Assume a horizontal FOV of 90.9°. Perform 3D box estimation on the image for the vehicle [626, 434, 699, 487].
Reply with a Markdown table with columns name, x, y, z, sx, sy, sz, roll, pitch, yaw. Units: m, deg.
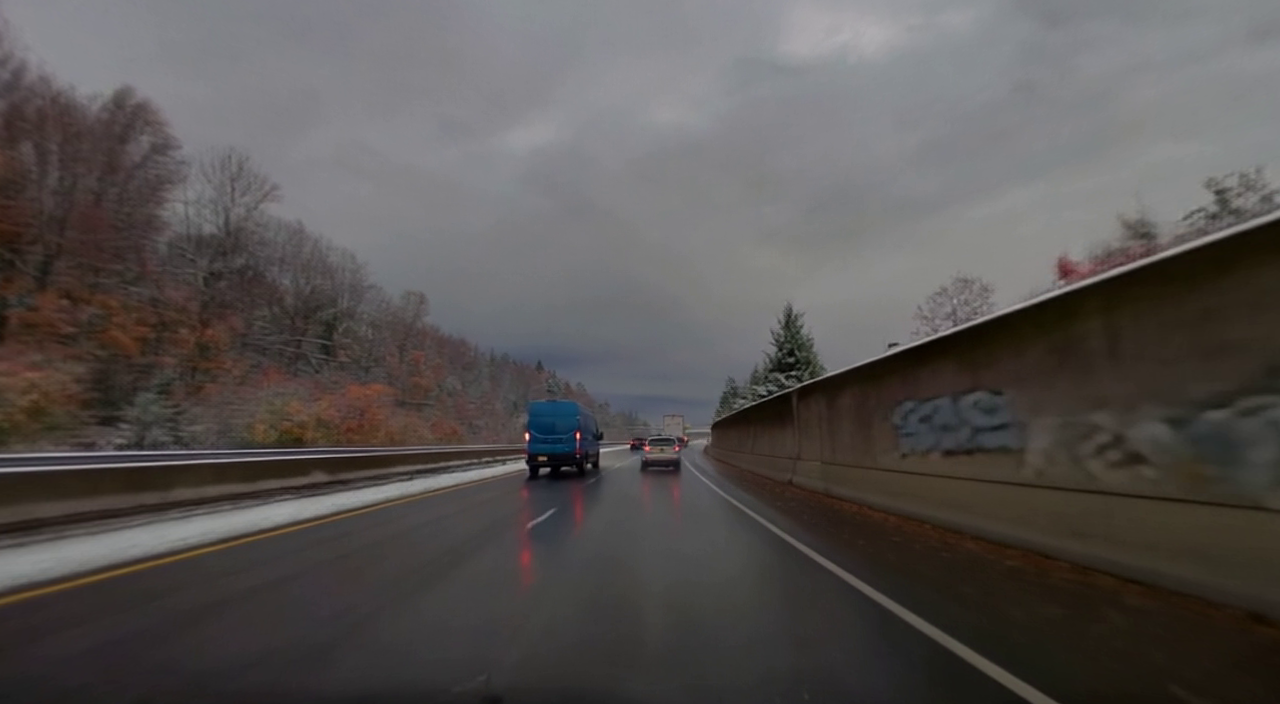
| name | x | y | z | sx | sy | sz | roll | pitch | yaw |
| --- | --- | --- | --- | --- | --- | --- | --- | --- | --- |
| vehicle | 0.681 | 3.350 | 19.812 | 2.071 | 1.487 | 3.948 | 0 | -8 | 1 |

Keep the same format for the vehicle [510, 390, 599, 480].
| name | x | y | z | sx | sy | sz | roll | pitch | yaw |
| --- | --- | --- | --- | --- | --- | --- | --- | --- | --- |
| vehicle | -2.822 | 2.935 | 22.095 | 2.334 | 2.769 | 5.087 | 0 | -8 | 1 |
